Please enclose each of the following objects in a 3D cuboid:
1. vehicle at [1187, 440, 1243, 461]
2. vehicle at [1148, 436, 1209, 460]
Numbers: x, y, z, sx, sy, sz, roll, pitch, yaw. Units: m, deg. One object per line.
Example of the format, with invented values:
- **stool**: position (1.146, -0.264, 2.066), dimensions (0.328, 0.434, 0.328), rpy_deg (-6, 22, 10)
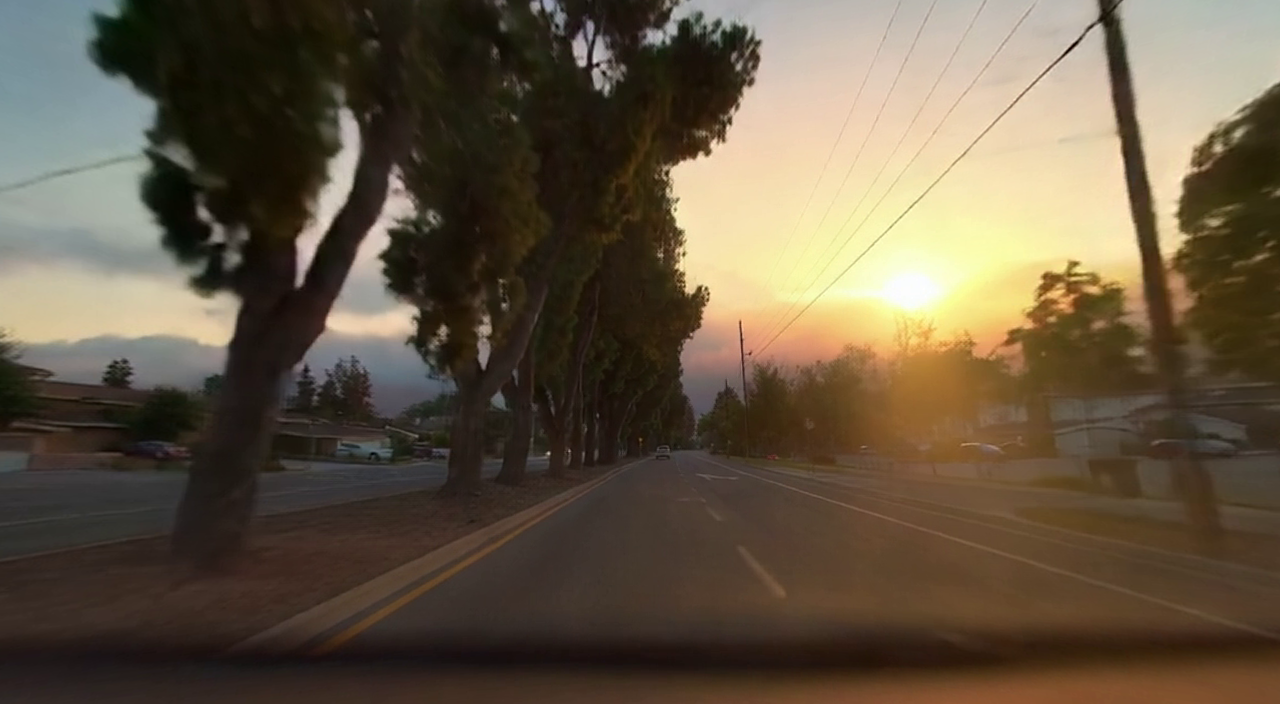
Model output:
- **vehicle**: position (42.576, 7.276, 46.741), dimensions (4.028, 1.539, 1.815), rpy_deg (5, -10, -31)
- **vehicle**: position (42.269, 7.553, 49.571), dimensions (4.494, 1.782, 2.212), rpy_deg (5, -10, -32)
